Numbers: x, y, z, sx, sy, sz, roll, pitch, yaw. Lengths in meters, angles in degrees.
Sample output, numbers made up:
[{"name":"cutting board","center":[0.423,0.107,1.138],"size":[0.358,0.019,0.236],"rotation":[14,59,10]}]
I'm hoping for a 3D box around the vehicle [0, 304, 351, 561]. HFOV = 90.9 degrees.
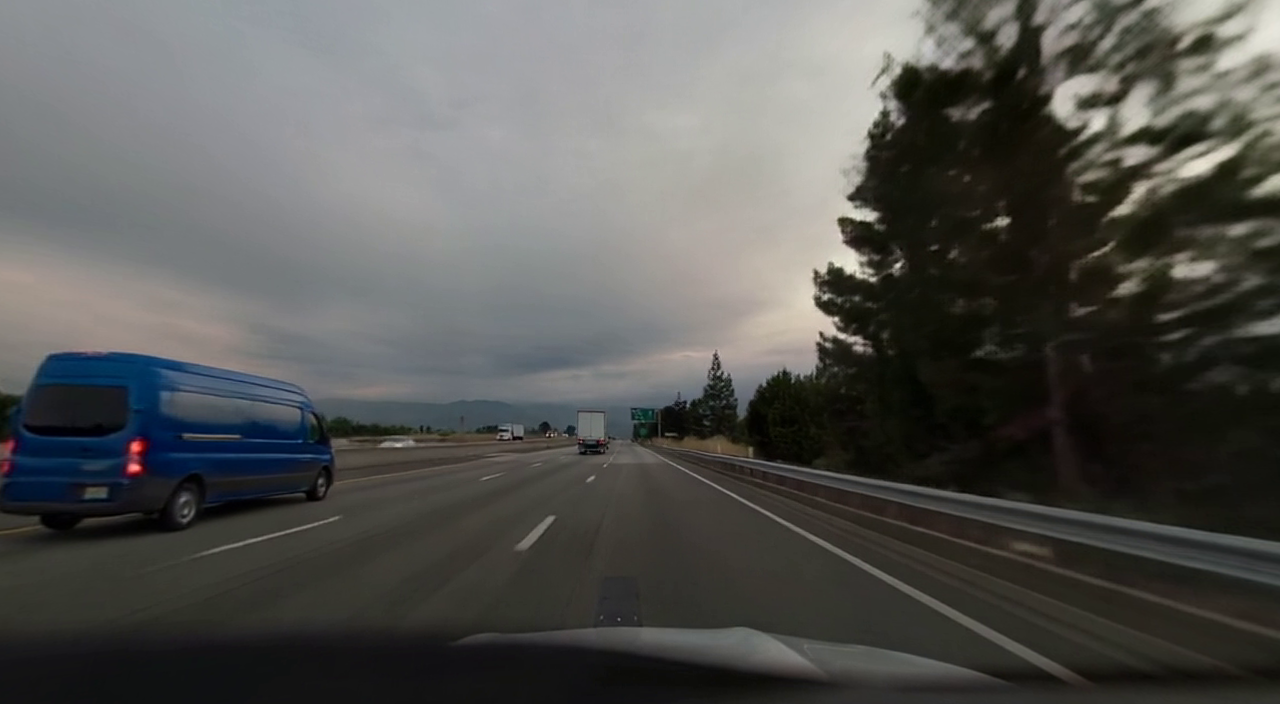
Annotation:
[{"name":"vehicle","center":[-7.499,1.301,10.256],"size":[2.396,2.763,6.935],"rotation":[0,-8,-1]}]
